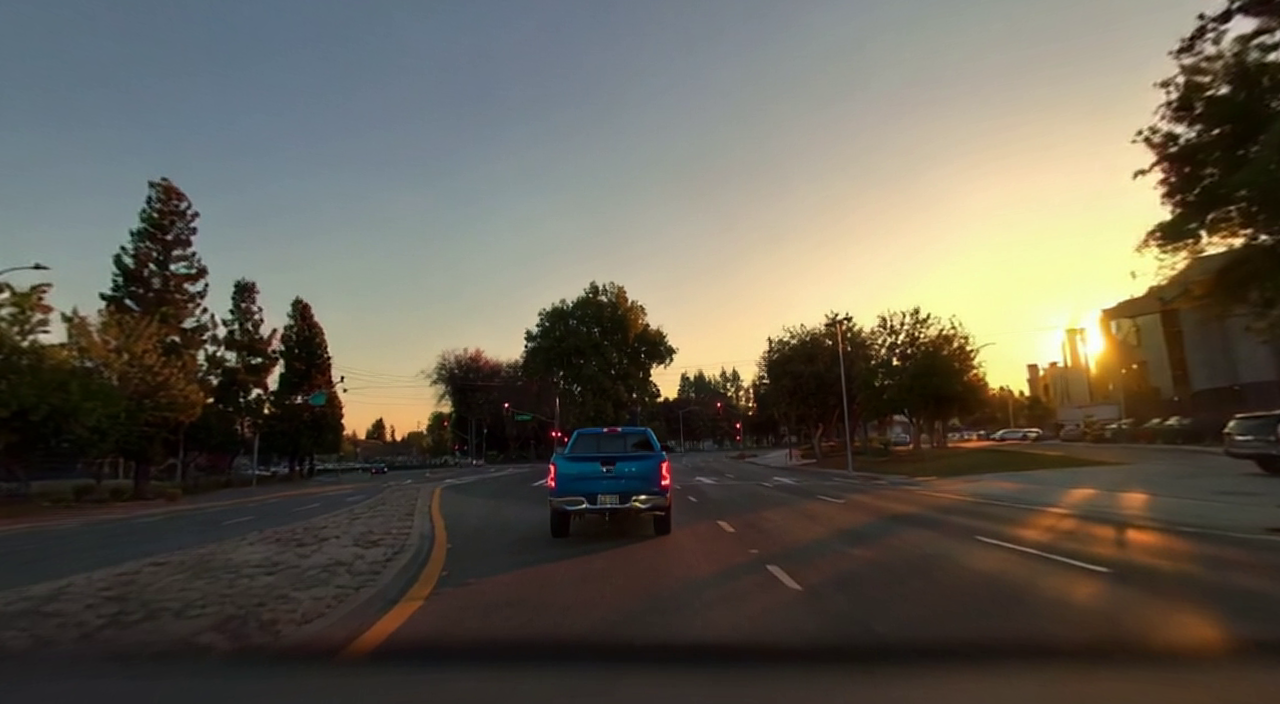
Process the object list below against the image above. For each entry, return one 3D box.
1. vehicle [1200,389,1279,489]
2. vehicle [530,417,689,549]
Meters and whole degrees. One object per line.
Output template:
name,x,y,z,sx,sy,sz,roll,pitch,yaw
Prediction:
vehicle,16.572,2.255,16.591,1.862,2.438,1.649,-2,-9,-14
vehicle,-0.459,2.127,10.982,2.145,1.762,4.731,0,-8,-1
